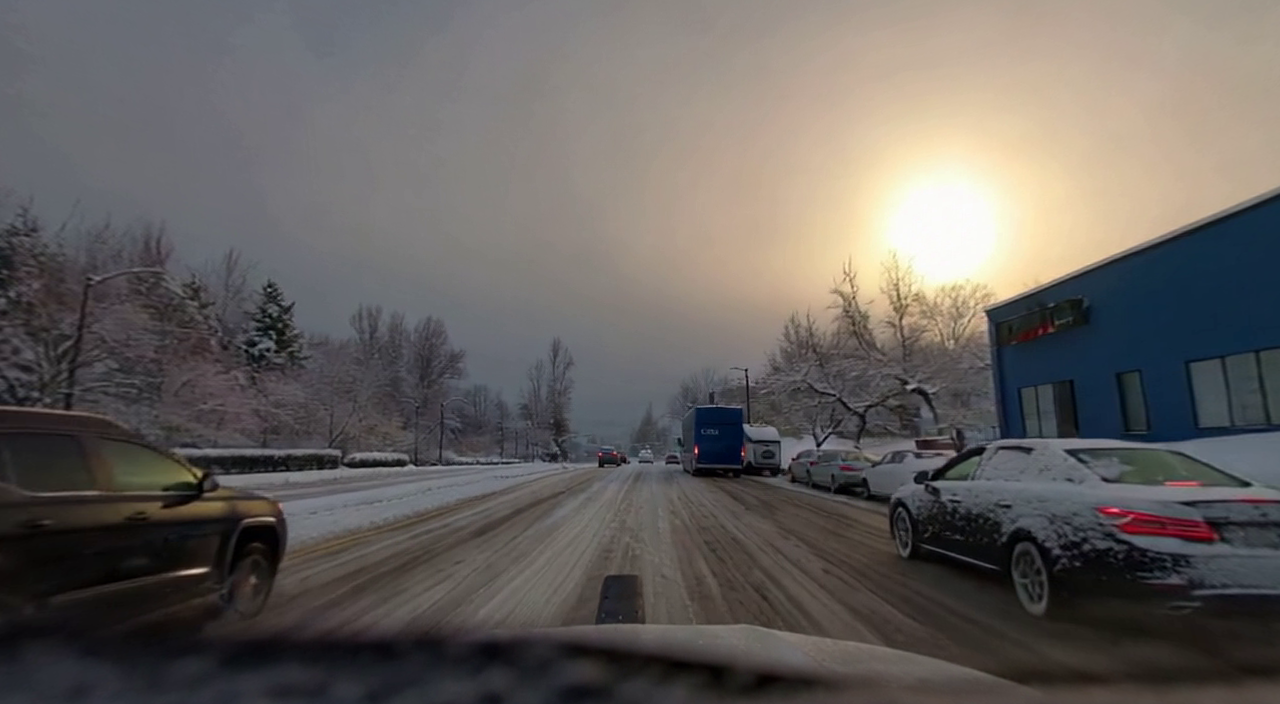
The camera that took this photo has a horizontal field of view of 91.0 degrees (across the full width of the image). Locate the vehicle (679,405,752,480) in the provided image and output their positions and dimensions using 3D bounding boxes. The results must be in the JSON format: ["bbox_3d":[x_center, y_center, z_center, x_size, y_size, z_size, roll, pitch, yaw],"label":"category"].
[{"bbox_3d":[4.051,5.264,36.636,3.003,3.680,10.684,0,-8,0],"label":"vehicle"}]

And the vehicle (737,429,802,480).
[{"bbox_3d":[7.337,5.896,36.445,2.483,2.707,5.496,0,-8,-1],"label":"vehicle"}]

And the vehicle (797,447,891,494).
[{"bbox_3d":[7.039,4.106,22.282,1.859,1.467,4.749,0,-8,1],"label":"vehicle"}]

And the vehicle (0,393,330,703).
[{"bbox_3d":[-3.572,1.015,3.068,1.751,1.540,4.481,0,-8,1],"label":"vehicle"}]

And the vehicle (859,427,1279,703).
[{"bbox_3d":[3.729,1.431,5.306,1.915,1.449,4.970,0,-8,-1],"label":"vehicle"}]

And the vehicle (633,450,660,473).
[{"bbox_3d":[0.493,7.956,45.879,1.846,1.528,4.348,0,-8,1],"label":"vehicle"}]
